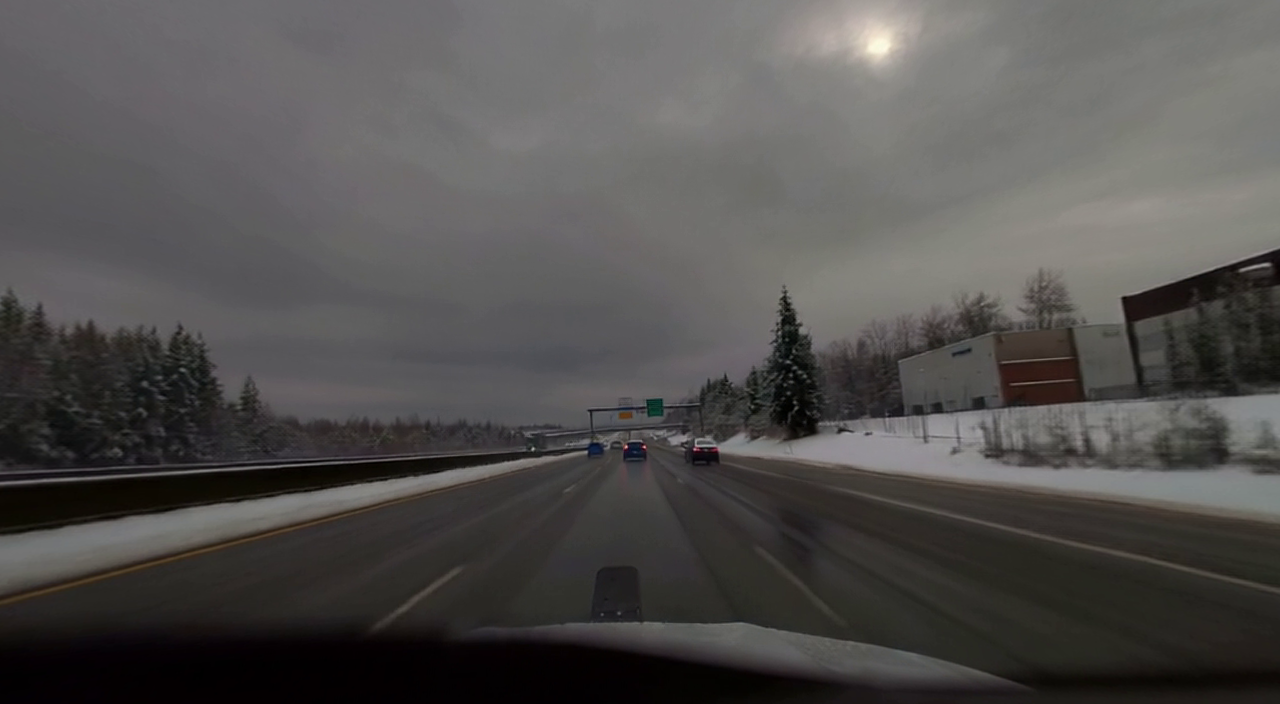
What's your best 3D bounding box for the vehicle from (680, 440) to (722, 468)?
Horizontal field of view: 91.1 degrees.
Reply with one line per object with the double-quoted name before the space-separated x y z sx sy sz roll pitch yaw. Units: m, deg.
"vehicle" 3.515 5.937 36.767 1.992 1.532 3.996 0 -8 -1
